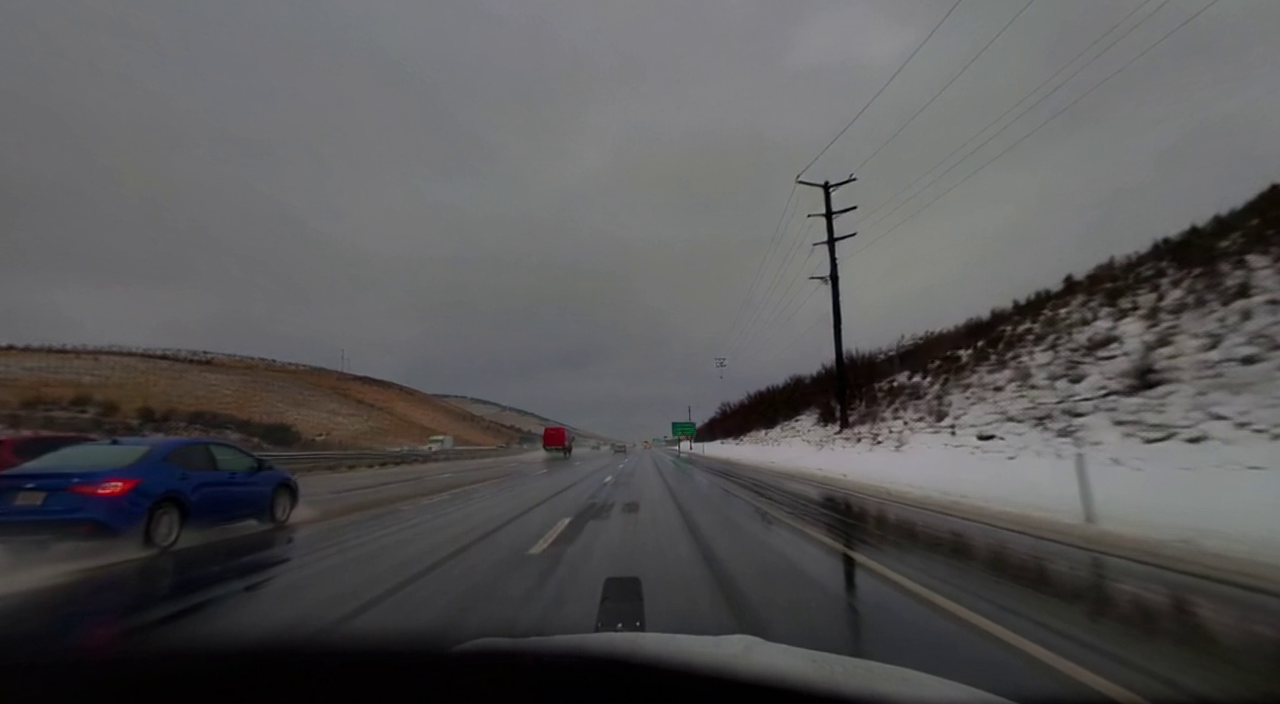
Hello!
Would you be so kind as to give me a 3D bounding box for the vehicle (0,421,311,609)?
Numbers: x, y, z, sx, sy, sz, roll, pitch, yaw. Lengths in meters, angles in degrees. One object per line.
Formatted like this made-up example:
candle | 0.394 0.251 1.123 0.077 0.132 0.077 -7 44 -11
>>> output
vehicle | -5.982 1.606 7.149 1.955 1.469 4.554 0 -8 1
